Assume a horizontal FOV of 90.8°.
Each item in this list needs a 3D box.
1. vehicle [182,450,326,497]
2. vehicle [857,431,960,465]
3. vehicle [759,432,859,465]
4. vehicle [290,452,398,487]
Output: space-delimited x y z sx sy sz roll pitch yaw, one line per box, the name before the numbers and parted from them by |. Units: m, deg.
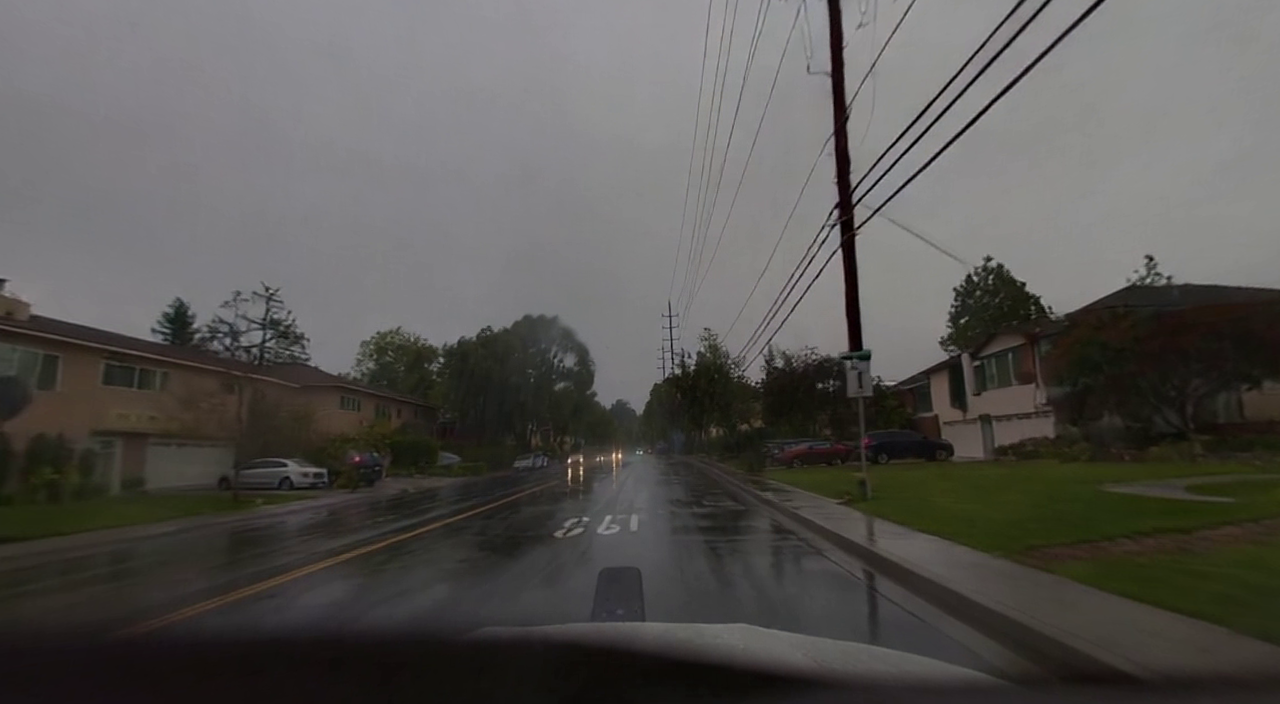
vehicle | -15.127 4.733 24.887 4.500 1.714 1.924 -1 -9 7
vehicle | 13.012 4.687 30.797 4.122 1.610 1.888 0 -9 2
vehicle | 9.346 5.364 35.267 4.952 1.775 2.089 0 -8 0
vehicle | -14.220 5.638 30.512 4.260 1.588 1.927 -1 -9 5
